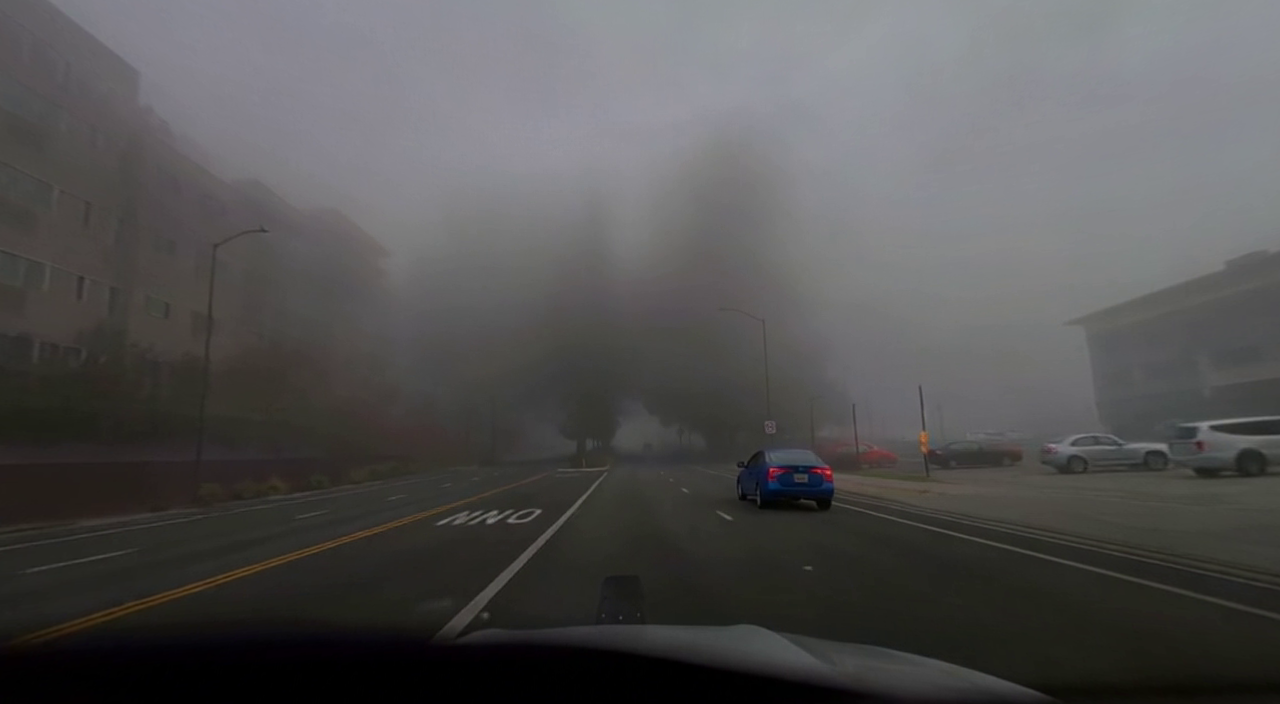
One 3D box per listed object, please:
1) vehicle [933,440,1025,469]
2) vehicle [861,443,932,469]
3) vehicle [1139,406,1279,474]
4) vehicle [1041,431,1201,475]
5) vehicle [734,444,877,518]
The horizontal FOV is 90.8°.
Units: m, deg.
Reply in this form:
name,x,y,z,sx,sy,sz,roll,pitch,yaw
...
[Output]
name,x,y,z,sx,sy,sz,roll,pitch,yaw
vehicle,17.682,5.344,33.096,3.622,1.432,2.029,0,-9,-3
vehicle,19.418,7.895,47.873,4.418,1.418,1.873,-5,-14,-2
vehicle,18.527,2.523,18.147,6.156,1.801,2.491,-1,-9,0
vehicle,18.162,3.828,24.016,4.436,1.556,1.997,0,-9,-2
vehicle,3.736,2.974,15.232,2.114,1.493,4.430,0,-8,-2
